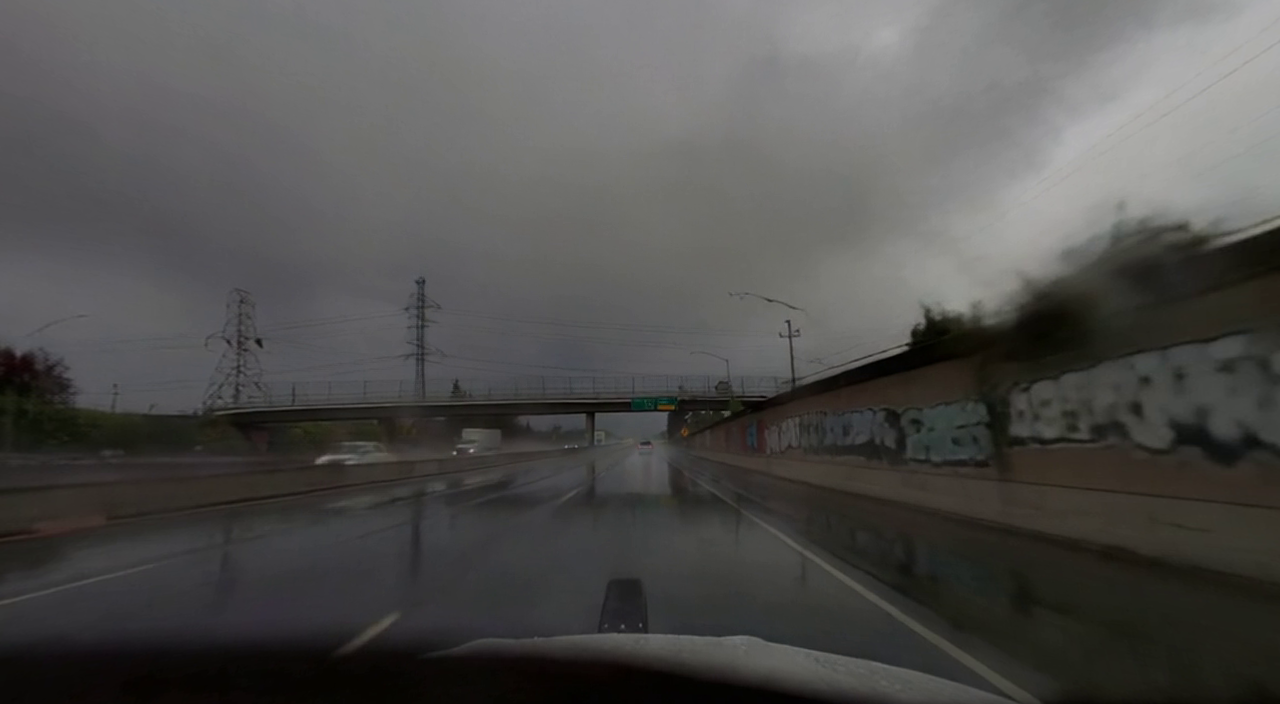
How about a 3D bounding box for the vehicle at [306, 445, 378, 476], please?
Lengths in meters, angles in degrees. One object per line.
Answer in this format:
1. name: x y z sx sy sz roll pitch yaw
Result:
1. vehicle: -16.262 5.921 34.632 1.909 1.562 4.163 -1 -9 0
